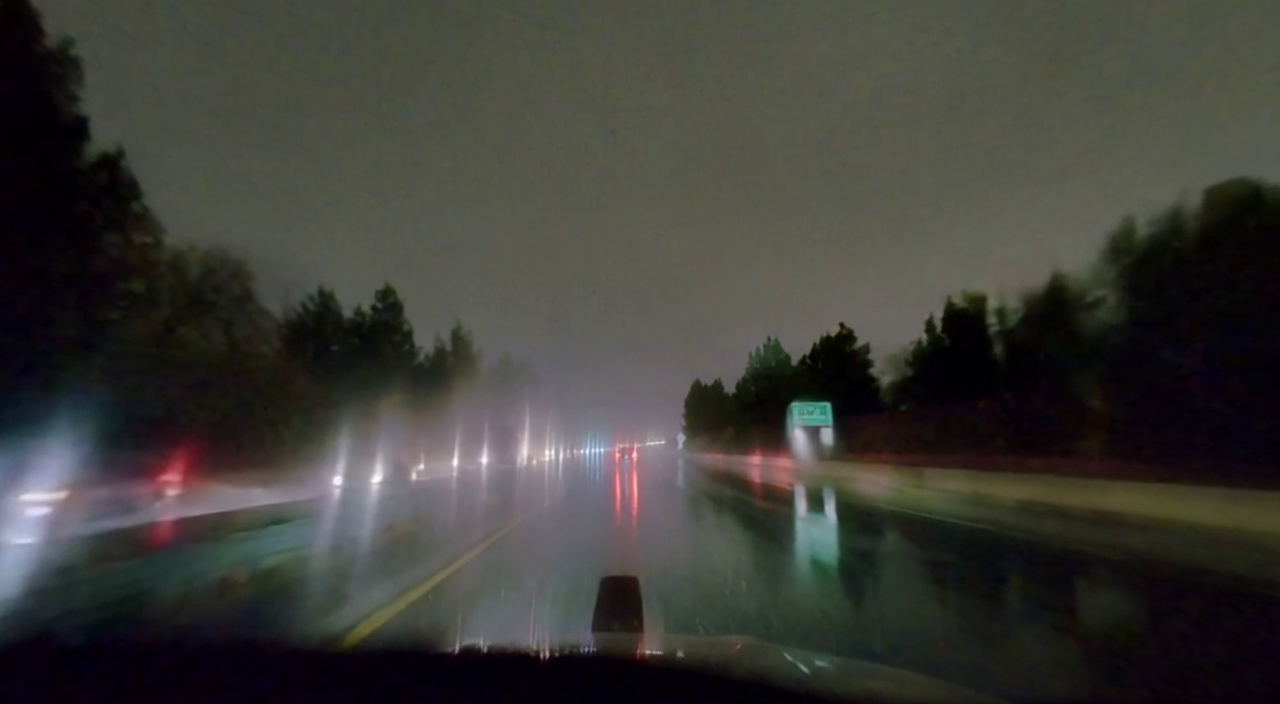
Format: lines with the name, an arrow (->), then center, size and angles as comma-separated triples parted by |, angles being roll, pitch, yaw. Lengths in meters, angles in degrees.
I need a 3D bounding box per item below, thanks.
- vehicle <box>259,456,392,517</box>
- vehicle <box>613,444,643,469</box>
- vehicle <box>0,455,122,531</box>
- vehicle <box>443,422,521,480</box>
vehicle -> -8.887, 3.790, 18.131 | 1.852, 1.487, 3.890 | 0, -9, -1
vehicle -> -0.869, 7.607, 45.862 | 2.098, 1.692, 4.038 | 0, -9, -1
vehicle -> -14.303, 3.165, 14.315 | 1.808, 1.545, 3.611 | 0, -9, -1
vehicle -> -9.683, 6.187, 39.350 | 2.789, 3.216, 7.867 | 0, -9, 0
